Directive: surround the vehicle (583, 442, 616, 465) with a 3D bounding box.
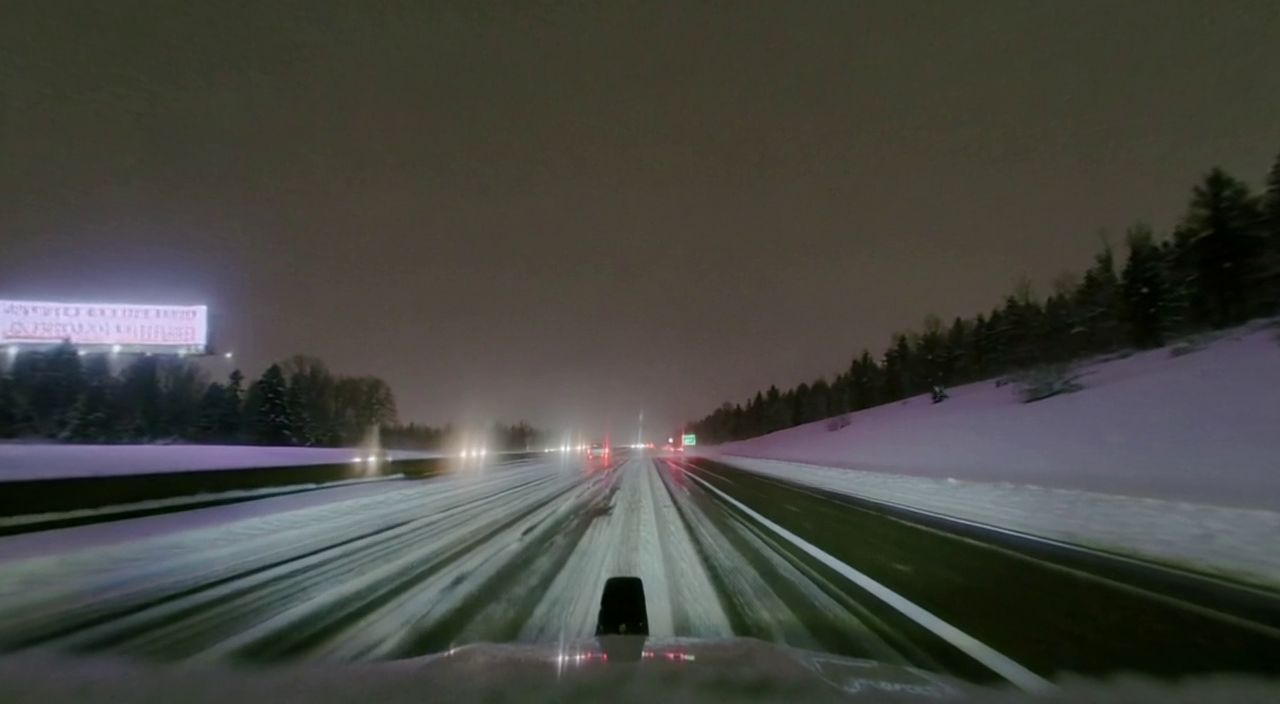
[{"bbox_3d":[-3.117,7.976,49.695,2.319,1.738,4.355,0,-8,0],"label":"vehicle"}]
